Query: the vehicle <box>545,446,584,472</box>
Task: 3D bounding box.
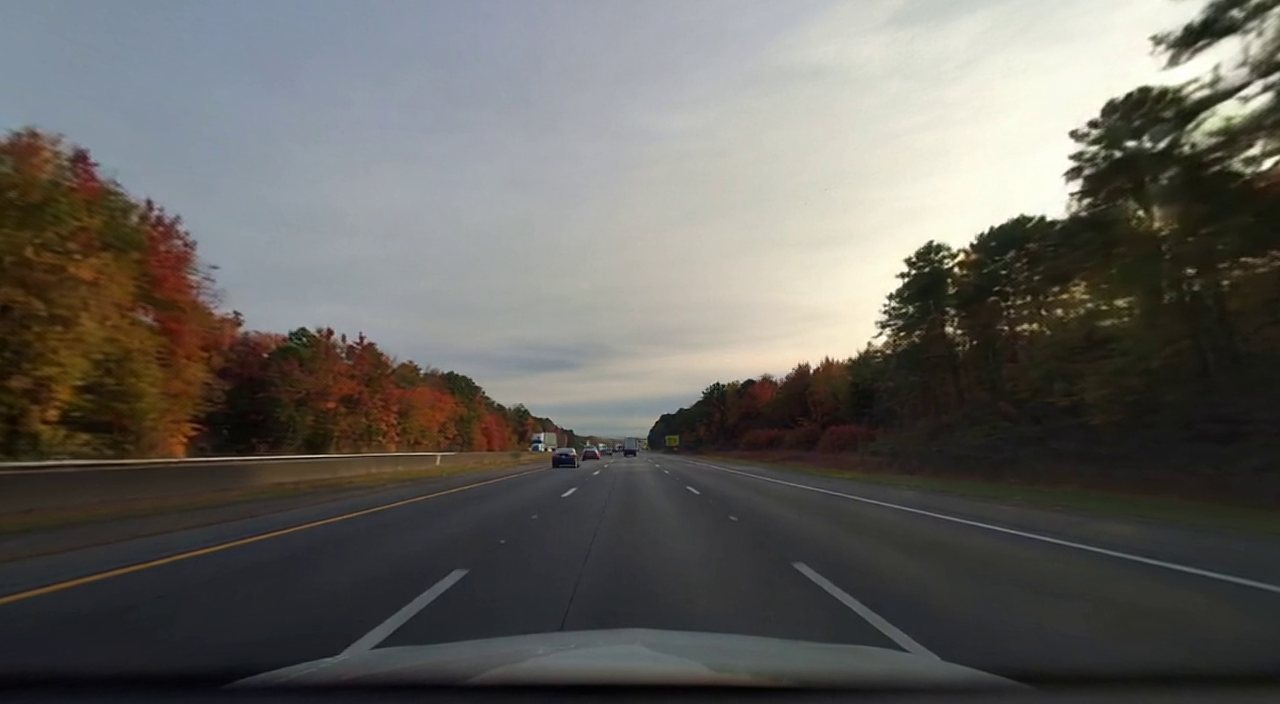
[{"bbox_3d":[-4.629,6.612,38.819,1.963,1.475,3.665,0,-9,-1],"label":"vehicle"}]
